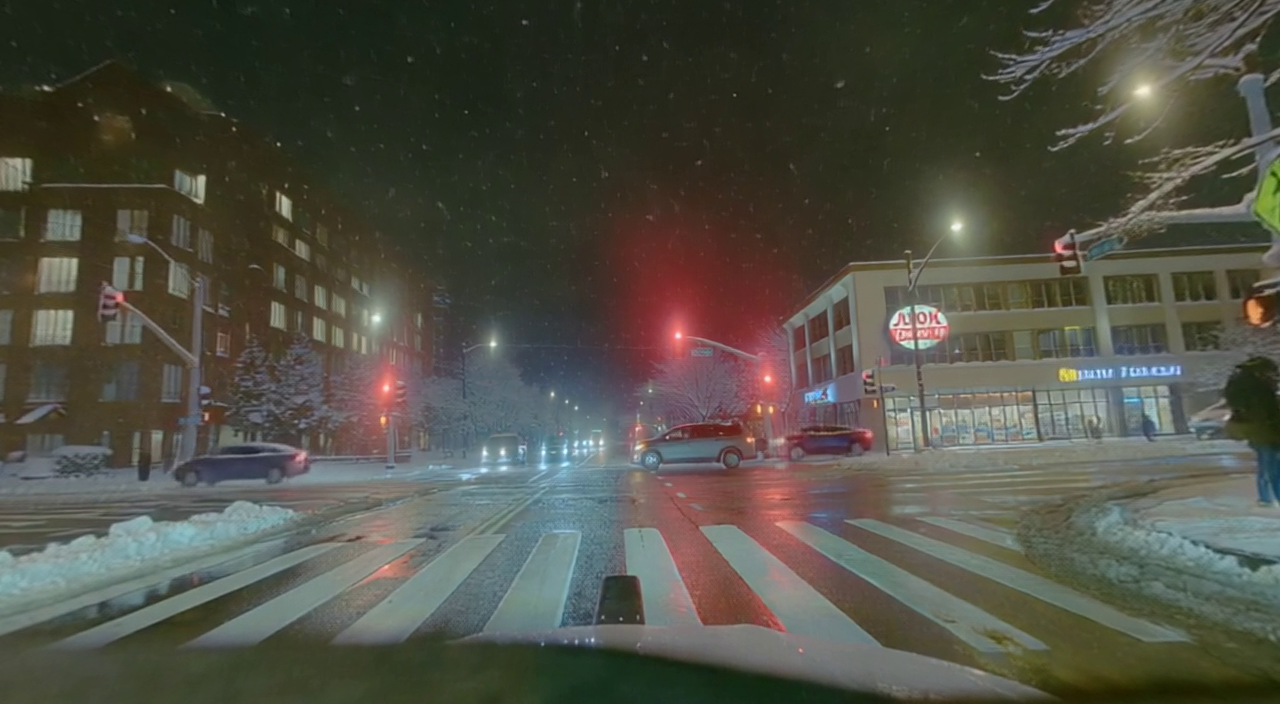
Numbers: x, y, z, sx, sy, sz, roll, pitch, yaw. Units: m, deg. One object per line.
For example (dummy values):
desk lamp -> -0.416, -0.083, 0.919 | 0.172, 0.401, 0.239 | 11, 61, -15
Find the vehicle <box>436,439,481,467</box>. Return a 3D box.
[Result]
vehicle -> -10.885, 6.097, 38.205 | 1.885, 1.545, 4.124 | 1, -8, -6

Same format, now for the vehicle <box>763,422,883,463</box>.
vehicle -> 7.787, 3.883, 27.104 | 4.513, 1.682, 1.810 | 1, -9, -7

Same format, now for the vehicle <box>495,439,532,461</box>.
vehicle -> -8.645, 6.738, 43.525 | 1.906, 1.402, 4.904 | 0, -8, -4

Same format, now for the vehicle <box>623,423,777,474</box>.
vehicle -> 1.878, 3.105, 20.404 | 4.612, 1.521, 1.811 | 1, -9, -10

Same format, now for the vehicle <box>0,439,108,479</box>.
vehicle -> -31.541, 5.615, 33.537 | 2.205, 1.903, 5.877 | 1, -9, -10

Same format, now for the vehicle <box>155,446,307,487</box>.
vehicle -> -15.441, 4.338, 24.088 | 4.475, 1.458, 1.681 | 1, -9, -8

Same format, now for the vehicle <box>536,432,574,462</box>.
vehicle -> -5.126, 5.800, 38.608 | 1.976, 1.683, 4.117 | 0, -8, -4

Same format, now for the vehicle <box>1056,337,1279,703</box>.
vehicle -> 3.013, 0.609, 0.866 | 1.866, 1.654, 4.354 | 0, -8, 0
